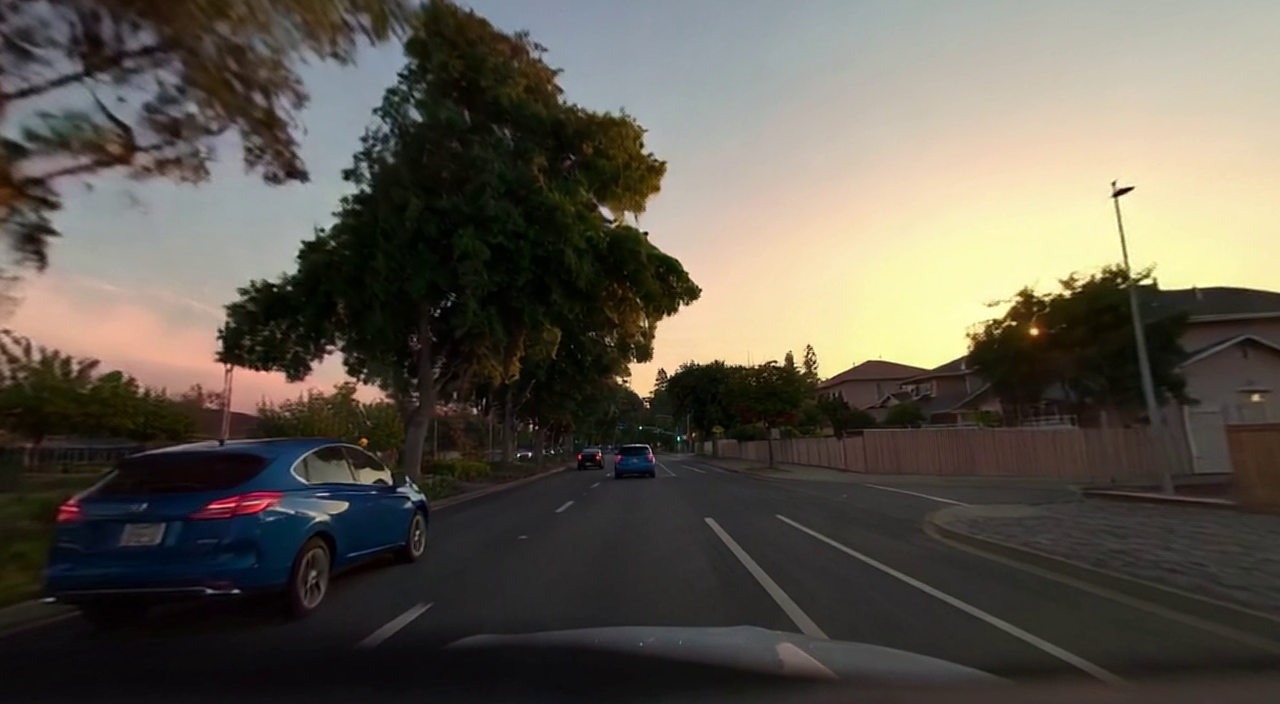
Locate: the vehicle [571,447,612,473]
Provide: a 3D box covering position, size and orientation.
[{"bbox_3d":[-2.851,6.457,37.796,2.032,1.433,4.458,0,-8,2],"label":"vehicle"}]

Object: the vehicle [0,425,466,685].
[{"bbox_3d":[-3.551,1.541,6.179,2.105,1.469,4.978,0,-8,2],"label":"vehicle"}]

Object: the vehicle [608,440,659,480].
[{"bbox_3d":[-0.246,4.977,29.184,2.220,1.742,4.047,0,-8,1],"label":"vehicle"}]
